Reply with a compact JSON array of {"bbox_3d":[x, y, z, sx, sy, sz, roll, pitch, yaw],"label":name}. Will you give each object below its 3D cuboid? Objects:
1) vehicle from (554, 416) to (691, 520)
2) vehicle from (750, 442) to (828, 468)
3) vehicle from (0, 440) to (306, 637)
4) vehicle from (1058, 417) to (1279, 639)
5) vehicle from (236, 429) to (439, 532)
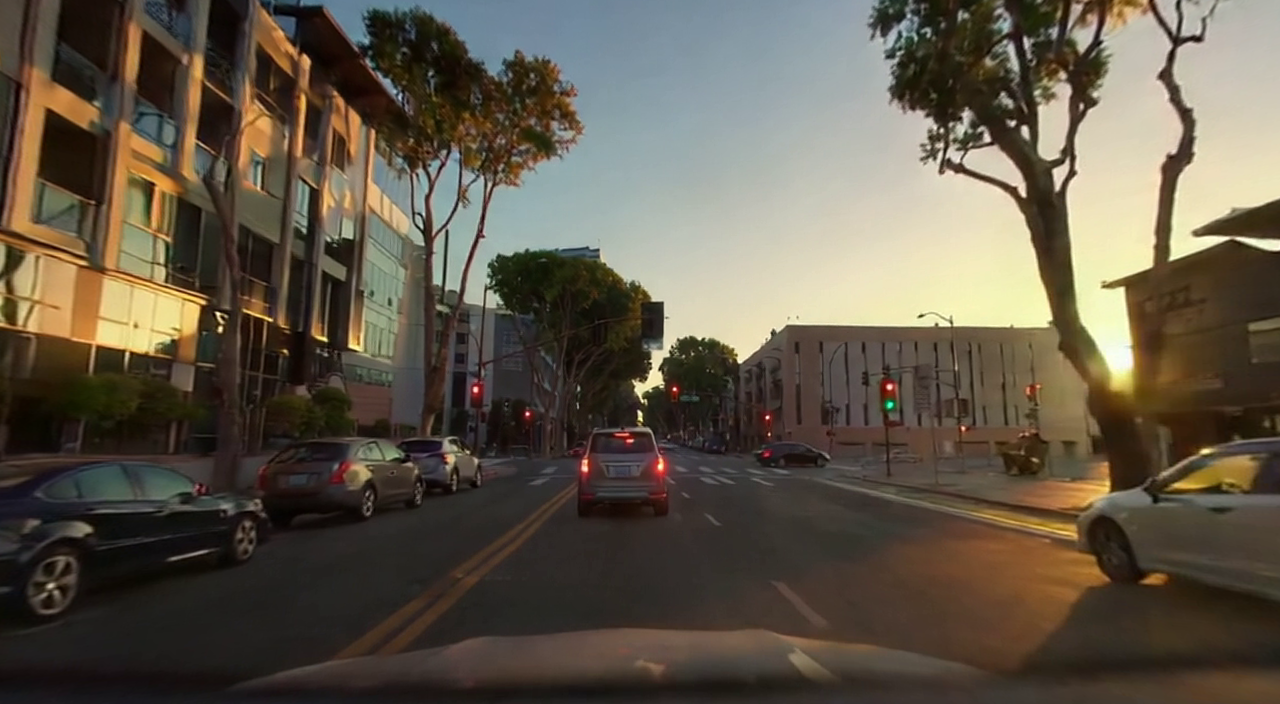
[{"bbox_3d":[-0.272,2.205,12.453,2.258,1.687,3.934,-1,-8,1],"label":"vehicle"},{"bbox_3d":[9.749,6.711,41.365,4.638,1.555,1.824,3,-9,-21],"label":"vehicle"},{"bbox_3d":[-5.578,1.624,6.207,1.841,1.466,4.364,-1,-8,6],"label":"vehicle"},{"bbox_3d":[5.947,1.385,5.080,2.004,1.699,4.525,0,-8,-1],"label":"vehicle"},{"bbox_3d":[-5.784,2.479,12.869,1.904,1.684,4.529,0,-8,-1],"label":"vehicle"}]
